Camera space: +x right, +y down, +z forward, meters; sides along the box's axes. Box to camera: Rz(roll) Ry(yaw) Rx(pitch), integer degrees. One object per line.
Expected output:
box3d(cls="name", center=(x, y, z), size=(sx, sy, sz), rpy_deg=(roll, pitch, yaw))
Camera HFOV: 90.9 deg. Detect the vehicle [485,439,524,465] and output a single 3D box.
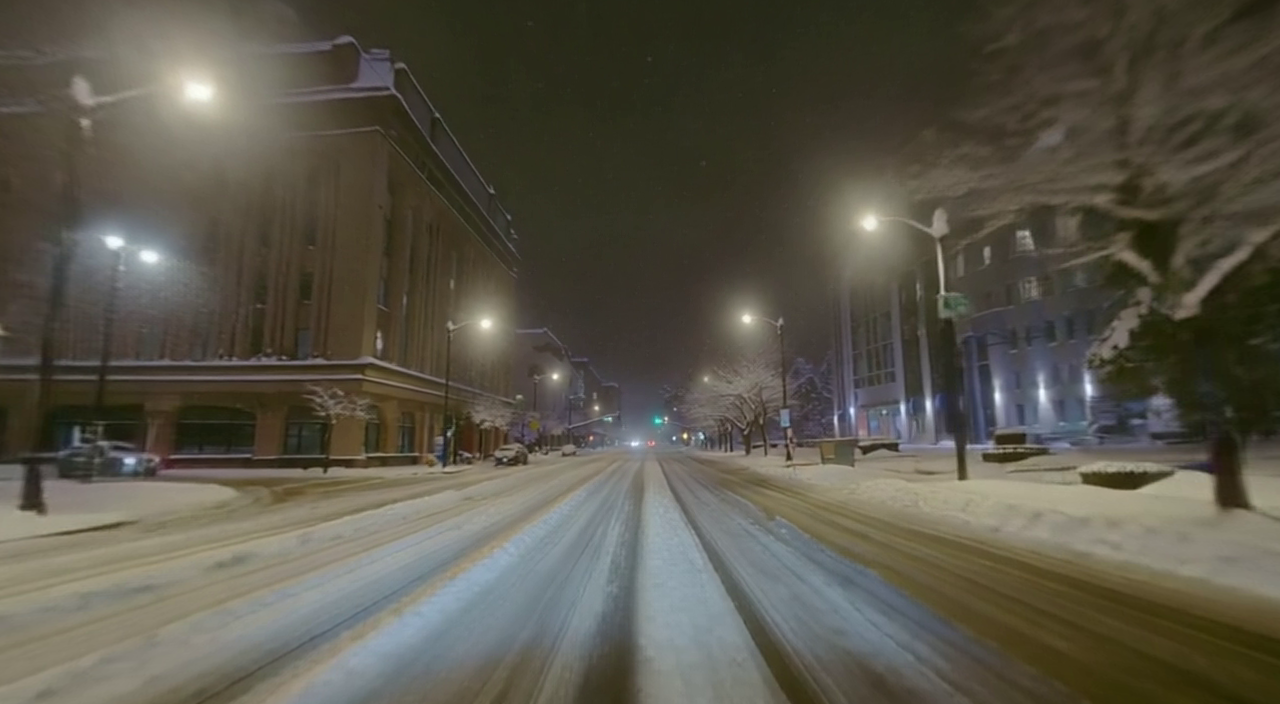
box3d(cls="vehicle", center=(-10.504, 7.780, 49.211), size=(2.060, 1.796, 4.675), rpy_deg=(-2, -7, 0))
